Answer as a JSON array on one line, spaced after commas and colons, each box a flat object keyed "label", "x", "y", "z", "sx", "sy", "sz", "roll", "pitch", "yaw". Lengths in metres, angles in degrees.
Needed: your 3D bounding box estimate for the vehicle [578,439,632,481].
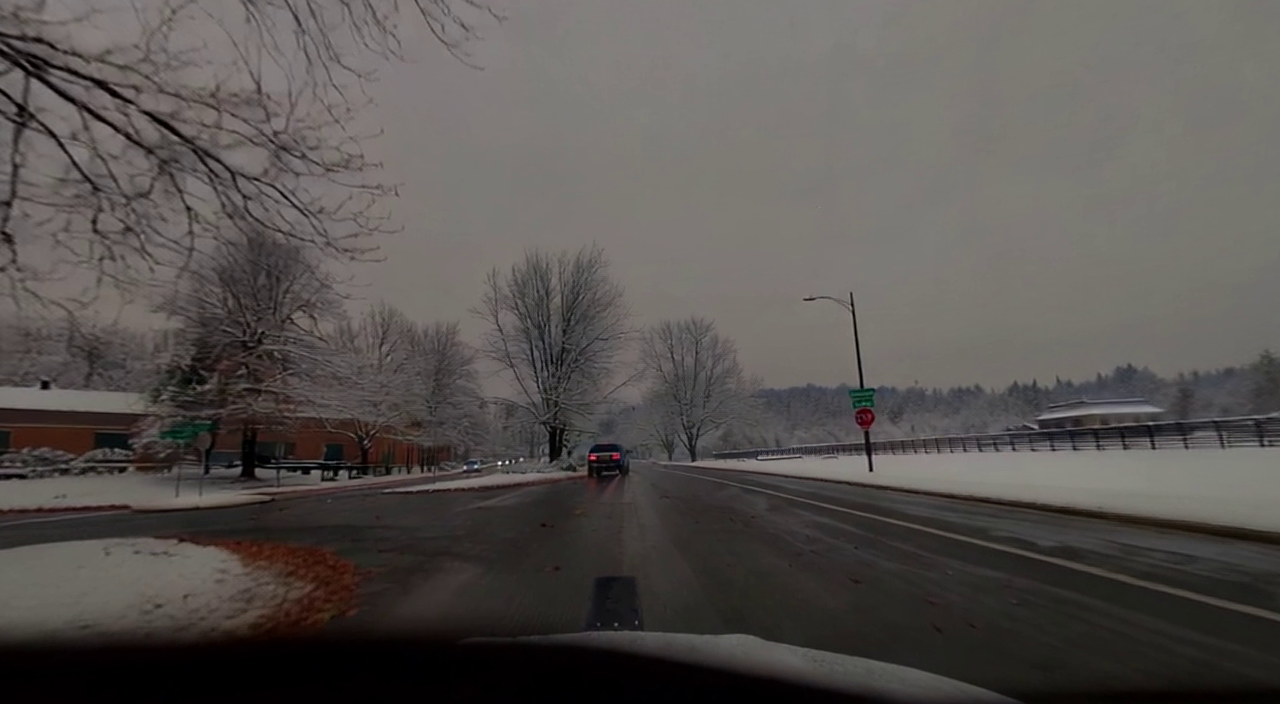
[{"label": "vehicle", "x": -1.733, "y": 5.681, "z": 33.425, "sx": 2.284, "sy": 2.012, "sz": 5.607, "roll": -1, "pitch": -9, "yaw": 3}]
